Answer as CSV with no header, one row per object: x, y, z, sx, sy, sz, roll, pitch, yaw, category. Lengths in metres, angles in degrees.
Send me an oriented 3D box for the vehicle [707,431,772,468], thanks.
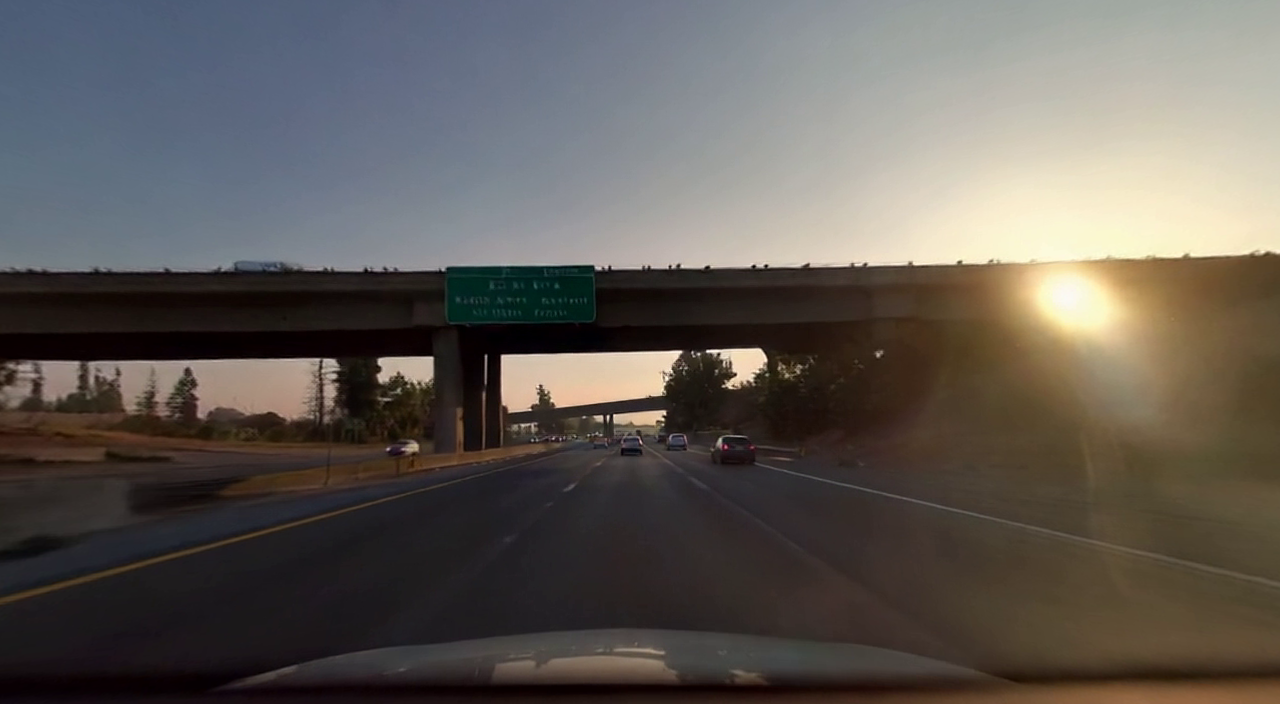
4.308,4.270,27.952,2.056,1.508,4.093,0,-8,-2,vehicle

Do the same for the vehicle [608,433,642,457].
-0.927,5.838,39.622,1.987,1.440,3.565,0,-8,-1,vehicle
